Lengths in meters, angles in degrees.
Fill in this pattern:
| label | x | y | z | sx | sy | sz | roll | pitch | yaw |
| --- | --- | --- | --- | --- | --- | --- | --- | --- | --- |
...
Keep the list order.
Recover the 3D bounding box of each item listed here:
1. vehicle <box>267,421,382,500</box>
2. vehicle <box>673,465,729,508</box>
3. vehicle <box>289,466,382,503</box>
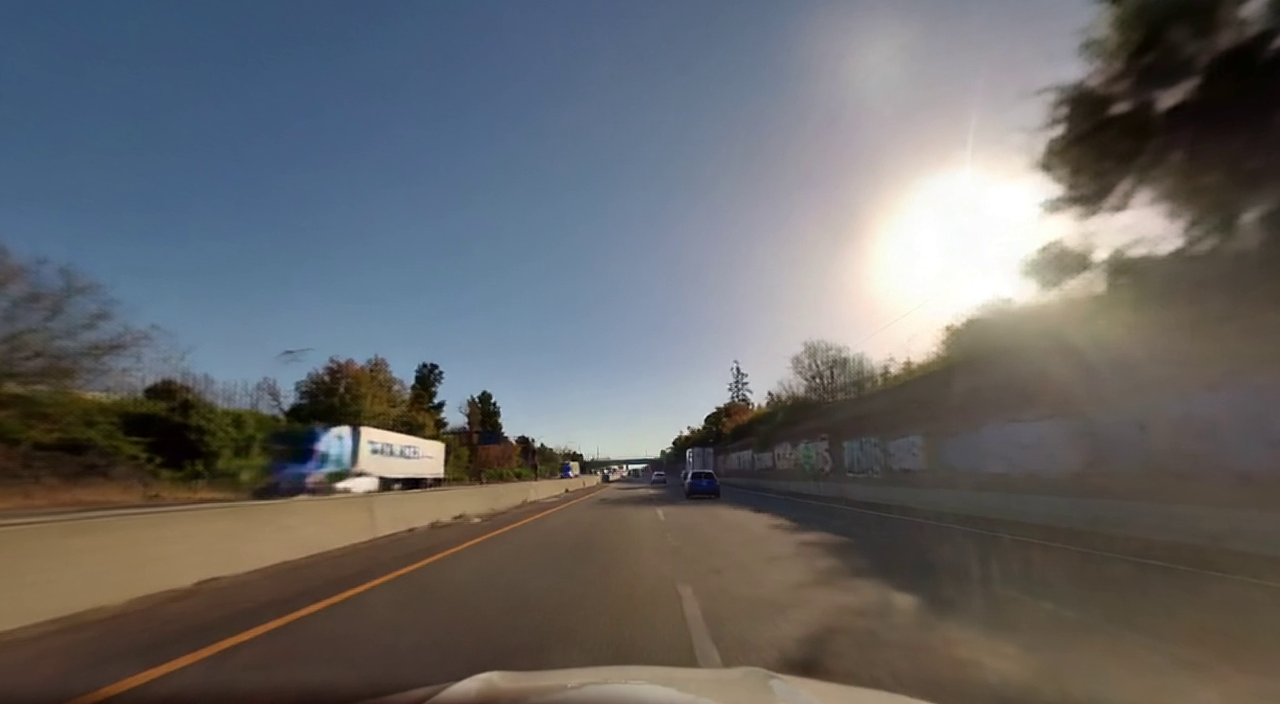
| label | x | y | z | sx | sy | sz | roll | pitch | yaw |
| --- | --- | --- | --- | --- | --- | --- | --- | --- | --- |
| vehicle | -17.305 | 6.076 | 35.126 | 3.016 | 3.955 | 6.020 | 1 | -10 | 0 |
| vehicle | 2.544 | 5.704 | 27.001 | 2.011 | 1.574 | 3.512 | 2 | -10 | 0 |
| vehicle | -13.529 | 5.912 | 28.321 | 1.914 | 1.479 | 4.291 | 1 | -11 | 1 |
